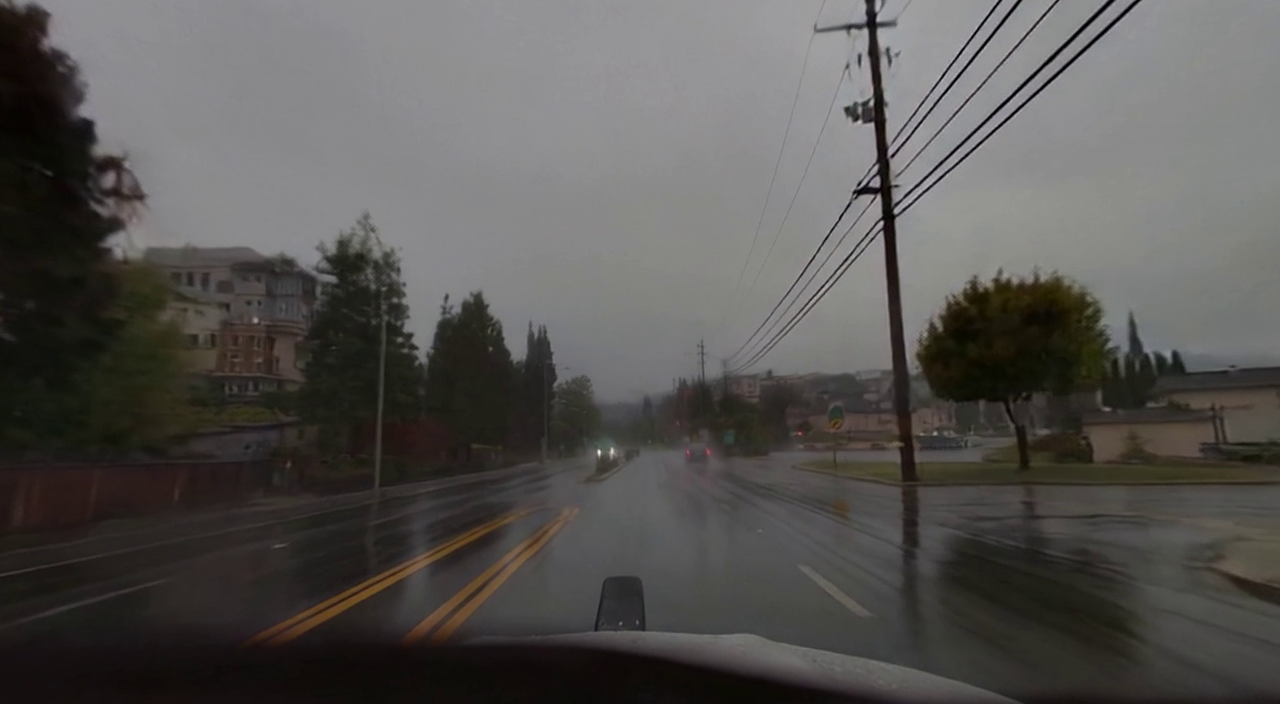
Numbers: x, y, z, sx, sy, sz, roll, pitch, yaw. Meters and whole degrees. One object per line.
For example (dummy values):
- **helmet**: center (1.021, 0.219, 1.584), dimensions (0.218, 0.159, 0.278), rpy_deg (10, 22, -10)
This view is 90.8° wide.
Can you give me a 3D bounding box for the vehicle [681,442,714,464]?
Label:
- **vehicle**: center (4.070, 7.229, 45.318), dimensions (2.015, 1.467, 4.117), rpy_deg (-1, -8, 1)
